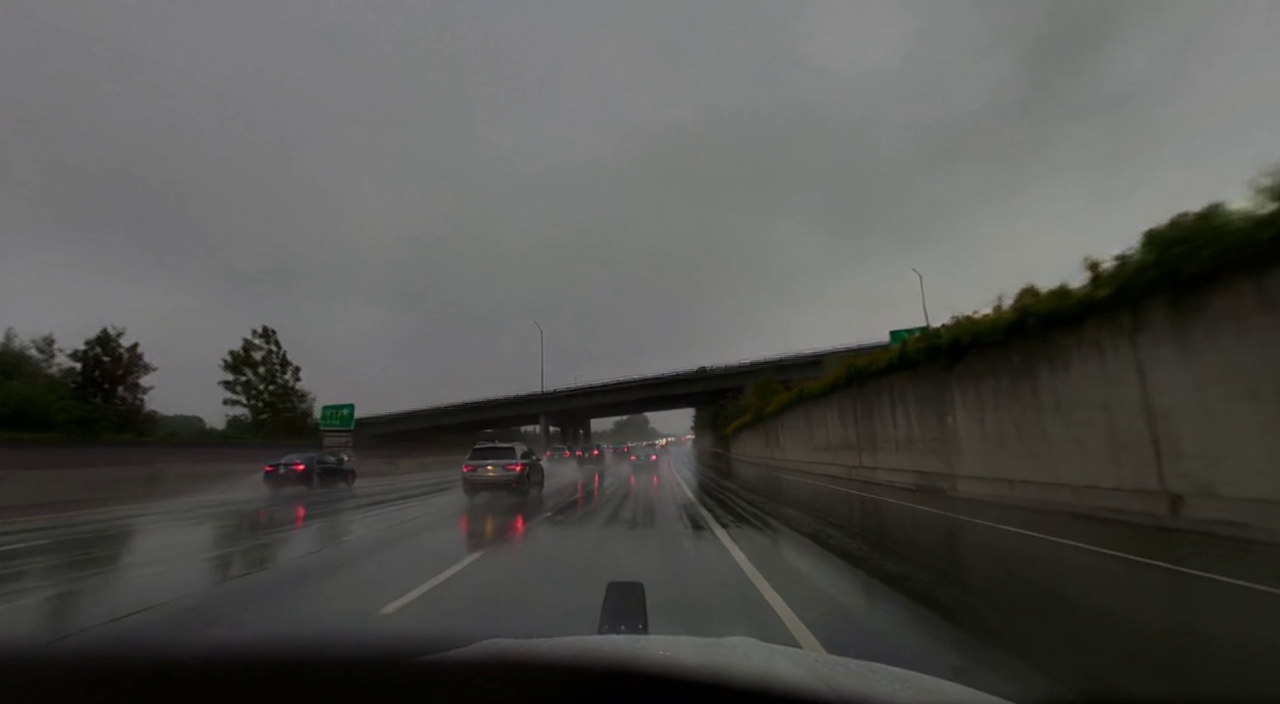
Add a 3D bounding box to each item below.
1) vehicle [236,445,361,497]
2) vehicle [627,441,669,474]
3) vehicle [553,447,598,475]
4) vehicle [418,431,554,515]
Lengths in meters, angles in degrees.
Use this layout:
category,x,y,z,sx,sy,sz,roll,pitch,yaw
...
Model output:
category,x,y,z,sx,sy,sz,roll,pitch,yaw
vehicle,-12.017,4.174,22.495,1.954,1.640,4.339,0,-8,1
vehicle,0.431,5.706,34.149,2.160,1.678,4.178,0,-8,0
vehicle,-3.652,6.214,36.139,1.997,1.490,4.471,0,-8,2
vehicle,-3.585,2.897,15.643,2.161,1.759,4.482,0,-8,1
